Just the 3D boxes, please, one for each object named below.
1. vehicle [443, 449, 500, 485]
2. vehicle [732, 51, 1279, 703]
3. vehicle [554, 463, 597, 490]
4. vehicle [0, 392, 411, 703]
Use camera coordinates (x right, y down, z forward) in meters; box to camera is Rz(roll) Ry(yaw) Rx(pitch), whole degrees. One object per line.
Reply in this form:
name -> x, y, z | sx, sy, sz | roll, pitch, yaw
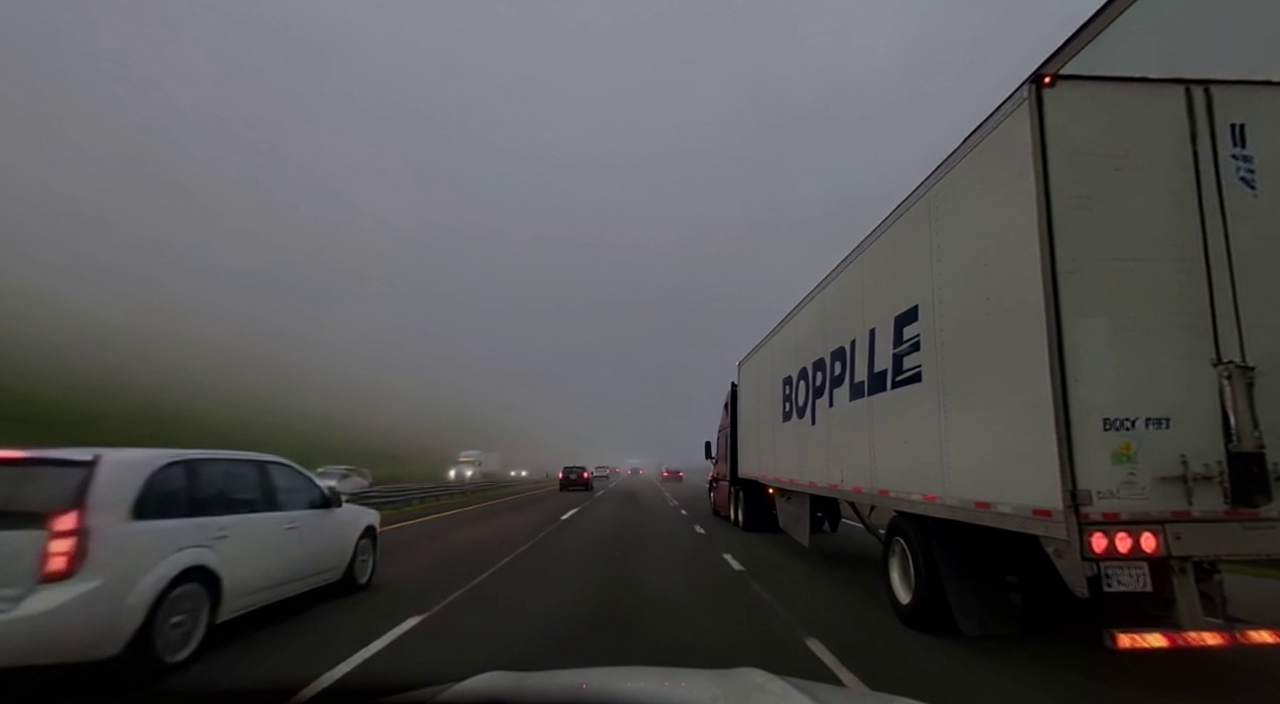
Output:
vehicle -> -12.271, 8.525, 46.464 | 2.216, 2.401, 6.740 | 1, -11, 0
vehicle -> 4.069, 1.309, 10.703 | 2.839, 4.062, 14.051 | 1, -11, 0
vehicle -> -3.947, 7.758, 39.411 | 2.088, 1.566, 4.853 | 1, -11, 1
vehicle -> -3.322, 1.240, 4.108 | 2.021, 1.505, 4.286 | 1, -11, 0
